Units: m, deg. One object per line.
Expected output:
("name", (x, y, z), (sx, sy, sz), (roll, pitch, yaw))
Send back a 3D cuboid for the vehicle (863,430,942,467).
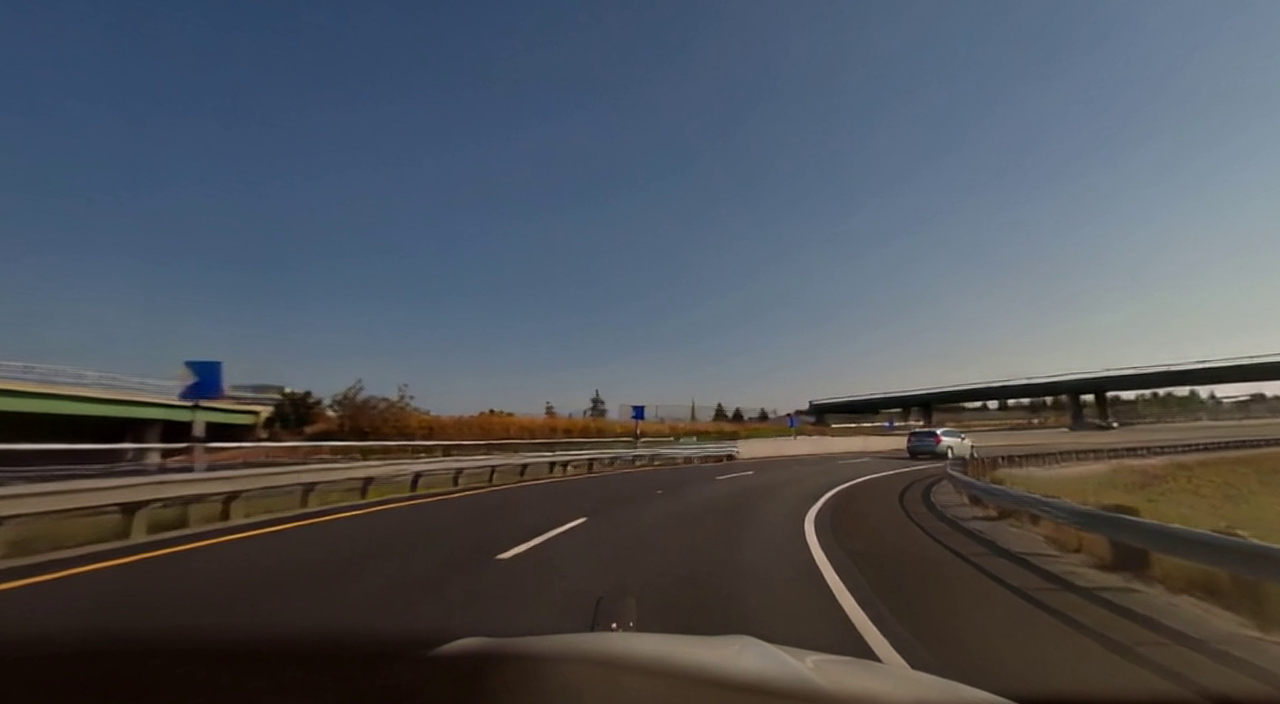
("vehicle", (11.748, 4.260, 28.039), (2.028, 1.440, 3.970), (-3, -8, 41))
